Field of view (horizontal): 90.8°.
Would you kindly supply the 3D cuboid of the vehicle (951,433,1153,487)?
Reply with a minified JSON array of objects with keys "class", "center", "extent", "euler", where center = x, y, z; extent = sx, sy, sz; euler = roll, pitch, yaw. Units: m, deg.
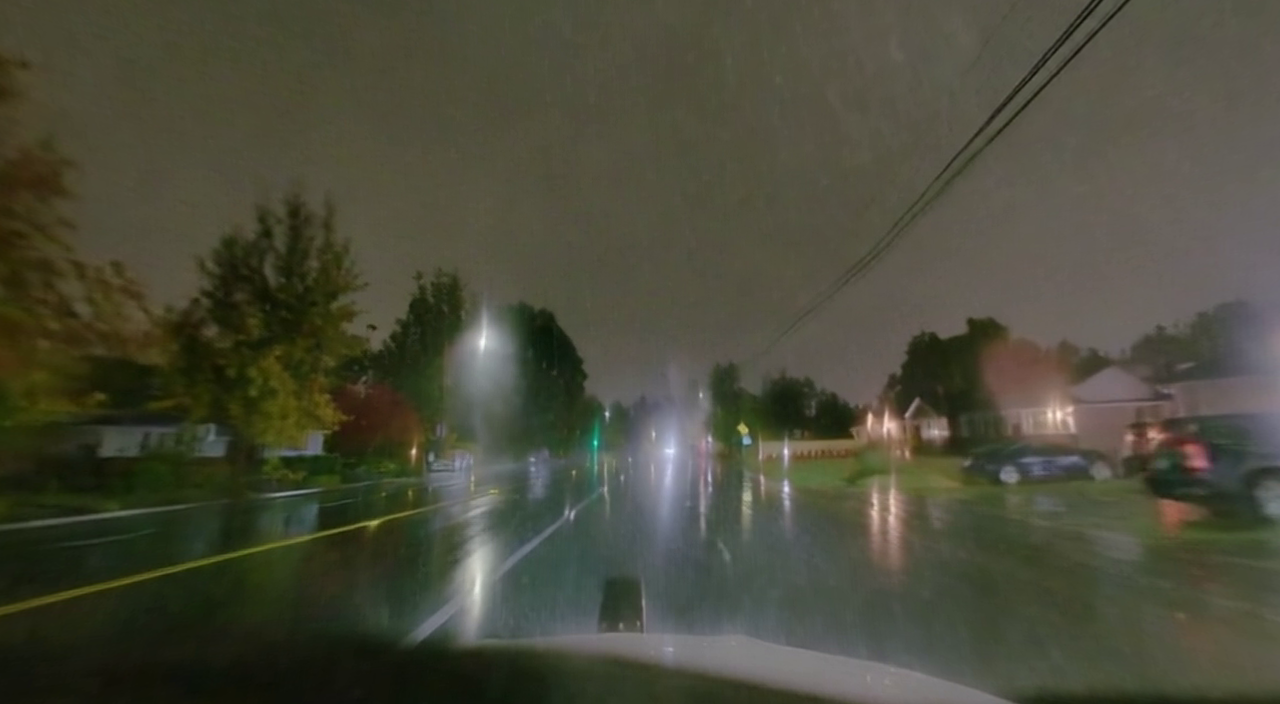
[{"class":"vehicle","center":[11.762,3.117,18.321],"extent":[4.455,1.442,1.837],"euler":[-1,-8,5]}]

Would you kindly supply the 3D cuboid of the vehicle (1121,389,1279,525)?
[{"class":"vehicle","center":[11.015,1.565,9.644],"extent":[5.369,1.860,2.163],"euler":[-1,-8,4]}]

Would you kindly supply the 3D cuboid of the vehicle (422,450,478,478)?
[{"class":"vehicle","center":[-11.987,7.064,40.130],"extent":[1.859,1.496,4.390],"euler":[-5,-9,4]}]
